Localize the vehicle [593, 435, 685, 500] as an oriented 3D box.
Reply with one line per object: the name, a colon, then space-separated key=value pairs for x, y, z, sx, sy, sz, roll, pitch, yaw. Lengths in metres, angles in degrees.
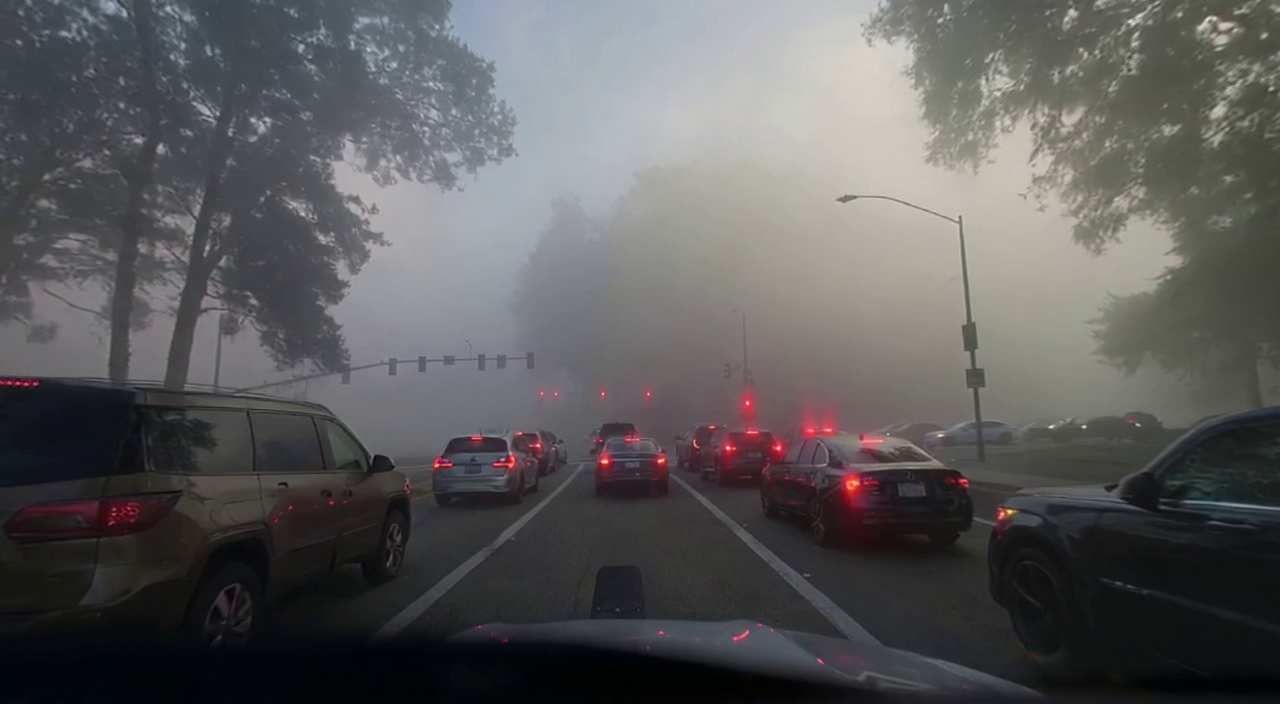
vehicle: x=-0.088 y=2.866 z=16.024 sx=2.076 sy=1.438 sz=3.770 roll=0 pitch=-8 yaw=-2

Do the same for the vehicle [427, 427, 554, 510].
vehicle: x=-3.135 y=2.531 z=14.128 sx=1.896 sy=1.546 sz=4.378 roll=0 pitch=-8 yaw=-2

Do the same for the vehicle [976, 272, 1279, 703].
vehicle: x=3.344 y=0.561 z=1.672 sx=2.111 sy=1.839 sz=4.857 roll=0 pitch=-8 yaw=-1

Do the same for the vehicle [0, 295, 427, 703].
vehicle: x=-3.227 y=1.012 z=4.209 sx=2.079 sy=1.756 sz=4.676 roll=0 pitch=-8 yaw=-2

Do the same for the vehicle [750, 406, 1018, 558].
vehicle: x=3.129 y=1.771 z=9.311 sx=2.074 sy=1.685 sz=4.387 roll=0 pitch=-8 yaw=-2
